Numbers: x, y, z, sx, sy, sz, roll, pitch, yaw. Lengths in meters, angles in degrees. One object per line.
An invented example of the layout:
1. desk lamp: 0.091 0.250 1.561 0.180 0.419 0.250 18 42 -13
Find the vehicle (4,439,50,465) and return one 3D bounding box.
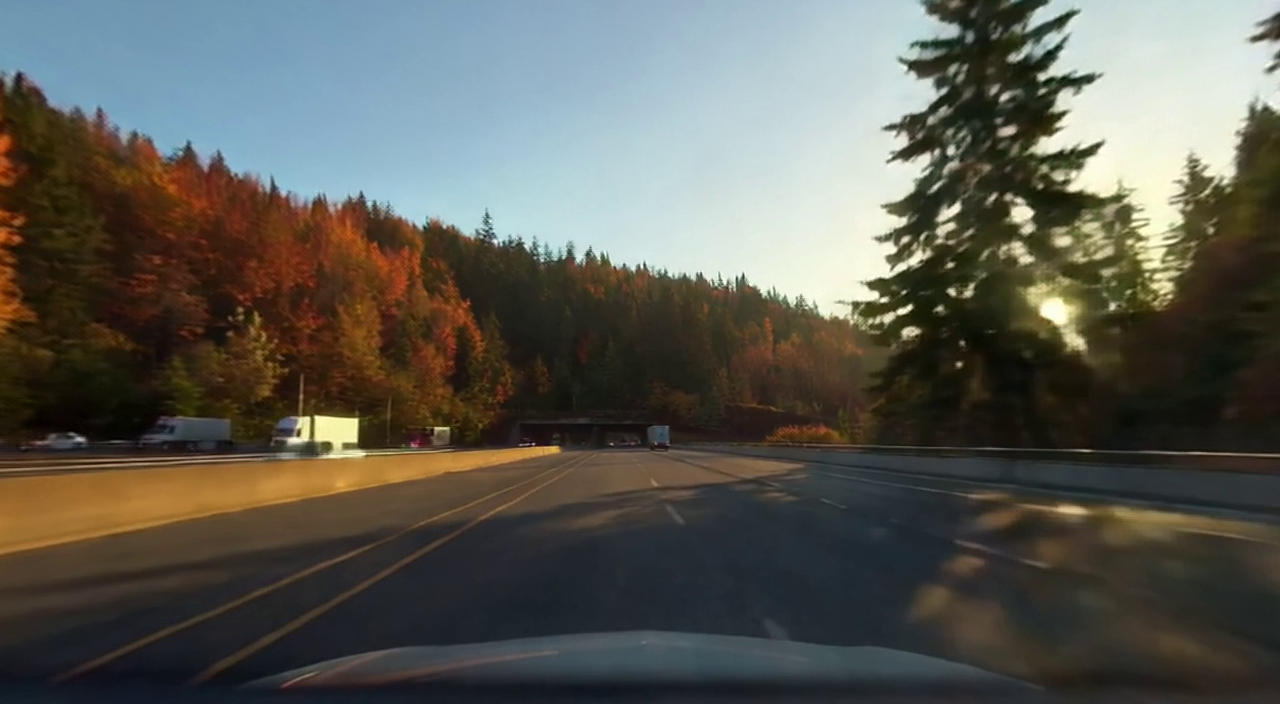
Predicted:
1. vehicle: -46.982 7.633 48.177 4.792 1.890 2.001 -7 -11 41

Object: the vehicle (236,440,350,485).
1. vehicle: -13.640 4.334 25.084 2.033 1.623 4.498 0 -8 -1
